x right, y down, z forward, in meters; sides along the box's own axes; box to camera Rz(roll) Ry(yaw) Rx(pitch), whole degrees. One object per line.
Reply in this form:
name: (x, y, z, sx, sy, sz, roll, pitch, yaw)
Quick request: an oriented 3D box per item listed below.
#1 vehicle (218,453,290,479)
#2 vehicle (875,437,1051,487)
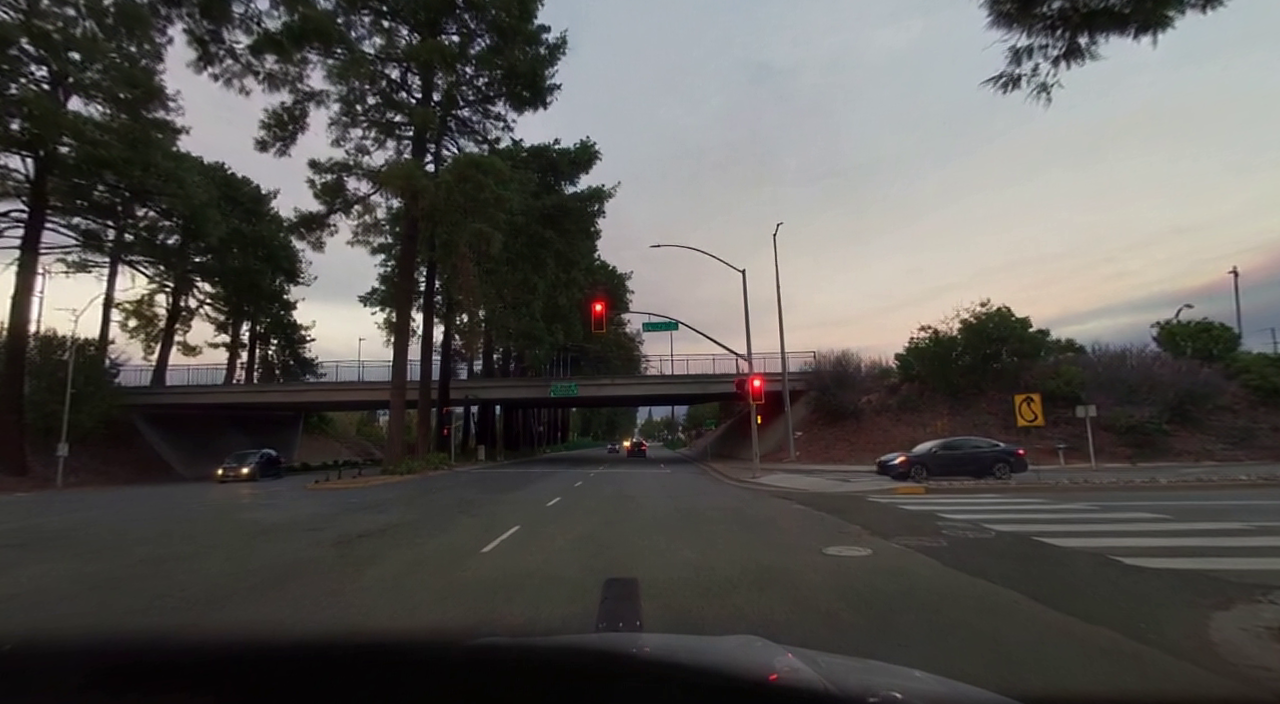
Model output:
vehicle: (-23.945, 7.059, 39.382, 1.834, 1.482, 4.310, 0, -9, 0)
vehicle: (10.191, 3.467, 20.094, 4.691, 1.466, 1.800, 1, -9, -7)
